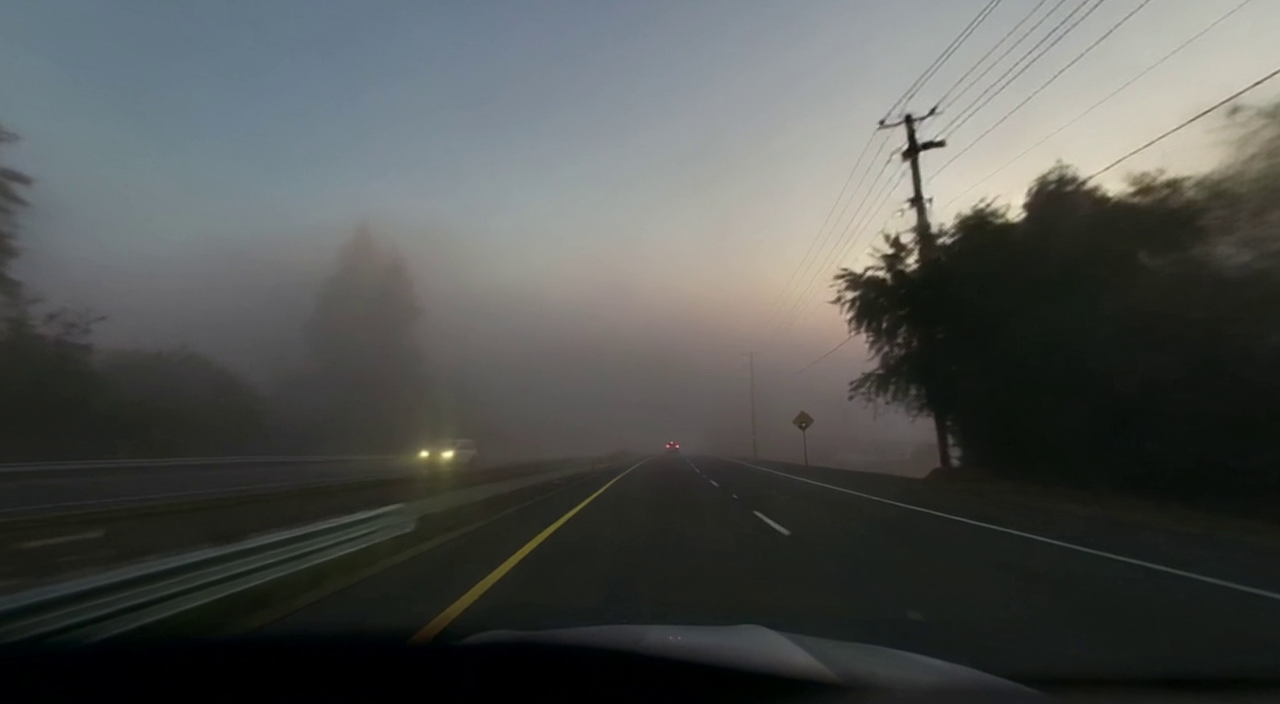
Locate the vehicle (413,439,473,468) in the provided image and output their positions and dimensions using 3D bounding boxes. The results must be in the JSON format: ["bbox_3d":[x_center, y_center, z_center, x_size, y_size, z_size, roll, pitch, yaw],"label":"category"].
[{"bbox_3d":[-15.371,7.923,49.567,2.429,2.067,6.210,-1,-9,3],"label":"vehicle"}]
